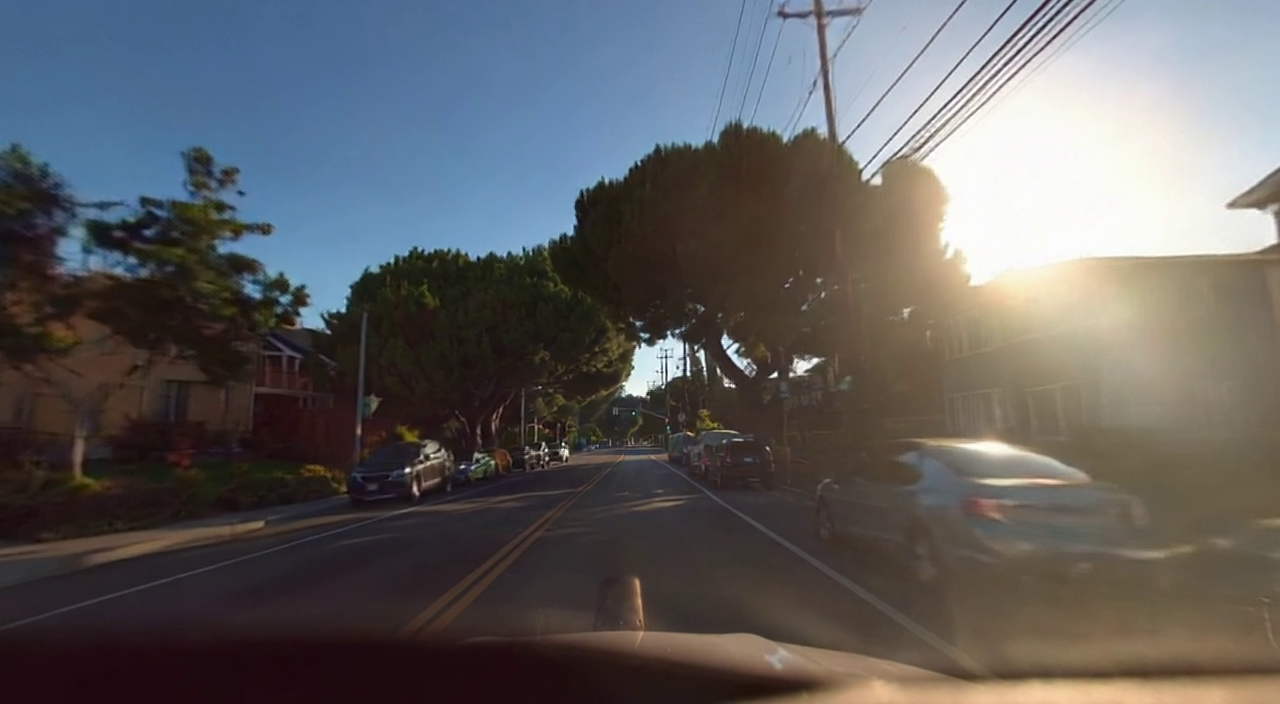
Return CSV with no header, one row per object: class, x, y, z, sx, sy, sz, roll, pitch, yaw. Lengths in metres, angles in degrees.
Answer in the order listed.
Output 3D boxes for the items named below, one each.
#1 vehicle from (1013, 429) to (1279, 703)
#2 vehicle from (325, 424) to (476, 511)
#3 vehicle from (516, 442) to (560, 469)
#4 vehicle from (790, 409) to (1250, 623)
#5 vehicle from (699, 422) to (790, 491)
vehicle,3.416,0.902,1.838,1.967,1.382,4.361,0,-8,0
vehicle,-6.681,3.215,18.435,2.451,2.099,5.112,-1,-7,-1
vehicle,-6.839,6.934,42.726,2.084,1.573,4.599,-2,-7,2
vehicle,3.426,1.569,7.202,2.158,1.560,4.865,0,-8,-1
vehicle,3.281,3.425,21.089,2.065,1.953,5.359,0,-8,0
